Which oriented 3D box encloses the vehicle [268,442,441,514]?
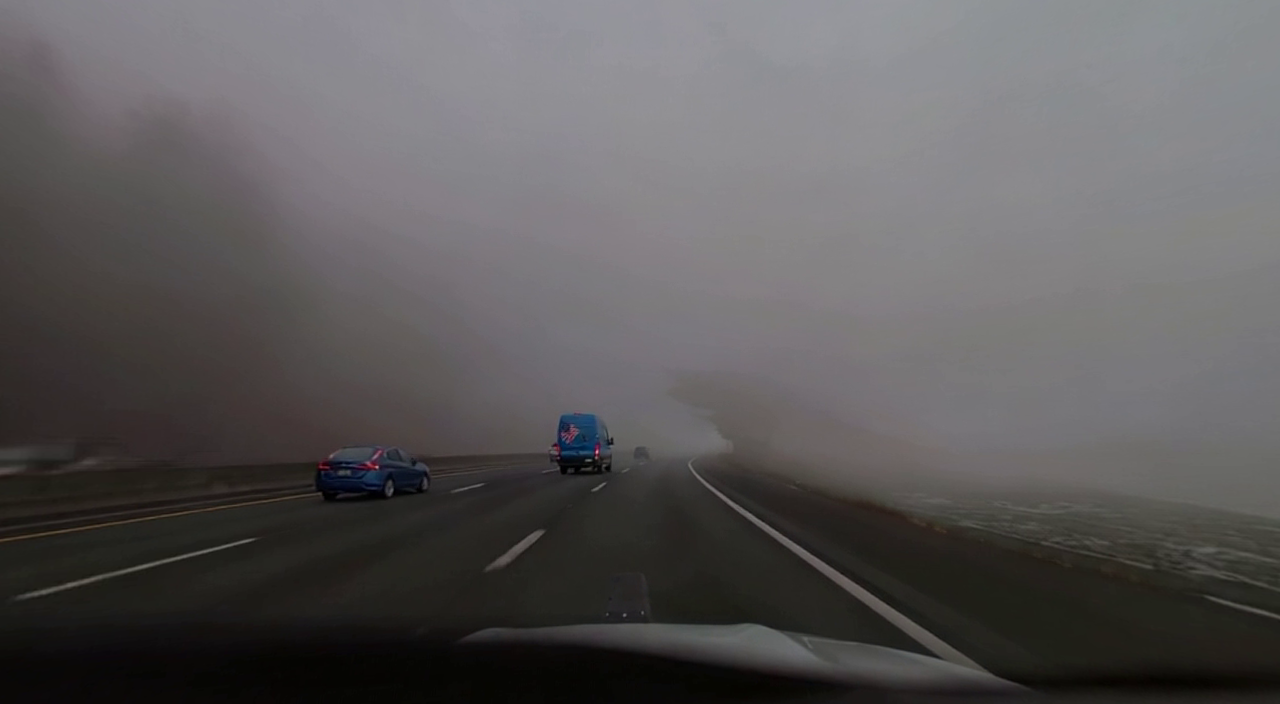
[{"bbox_3d":[-6.507,2.883,15.045,1.947,1.438,4.440,0,-8,1],"label":"vehicle"}]

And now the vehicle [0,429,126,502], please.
[{"bbox_3d":[-16.838,2.902,16.210,2.255,1.760,5.882,0,-8,1],"label":"vehicle"}]

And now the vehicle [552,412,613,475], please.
[{"bbox_3d":[-2.765,4.611,31.800,2.319,2.883,5.632,-1,-8,3],"label":"vehicle"}]
